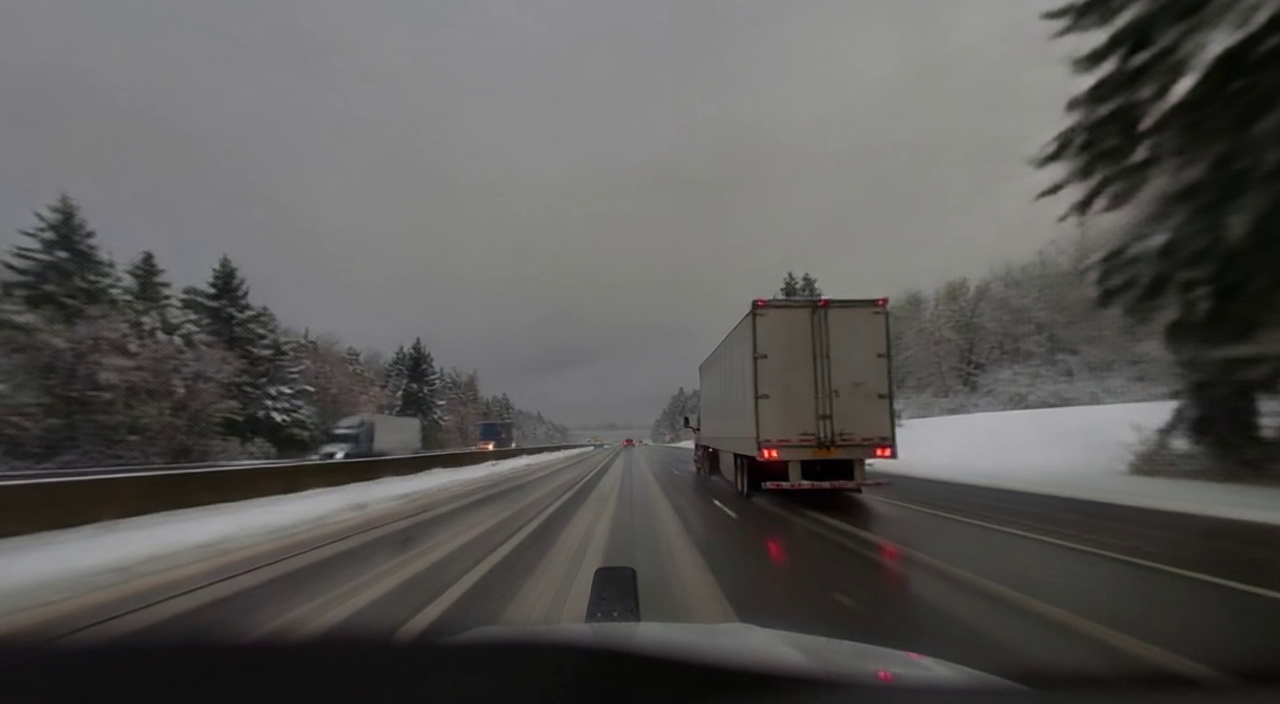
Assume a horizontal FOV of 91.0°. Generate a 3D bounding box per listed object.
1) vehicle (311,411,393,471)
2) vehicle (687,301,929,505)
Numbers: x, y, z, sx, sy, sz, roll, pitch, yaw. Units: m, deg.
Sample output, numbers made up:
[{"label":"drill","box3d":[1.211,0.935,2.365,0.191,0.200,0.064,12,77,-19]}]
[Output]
[{"label":"vehicle","box3d":[-19.982,6.223,44.113,2.912,3.859,6.032,-1,-8,-1]},{"label":"vehicle","box3d":[3.996,1.993,20.173,3.489,4.211,14.193,0,-8,-1]}]
